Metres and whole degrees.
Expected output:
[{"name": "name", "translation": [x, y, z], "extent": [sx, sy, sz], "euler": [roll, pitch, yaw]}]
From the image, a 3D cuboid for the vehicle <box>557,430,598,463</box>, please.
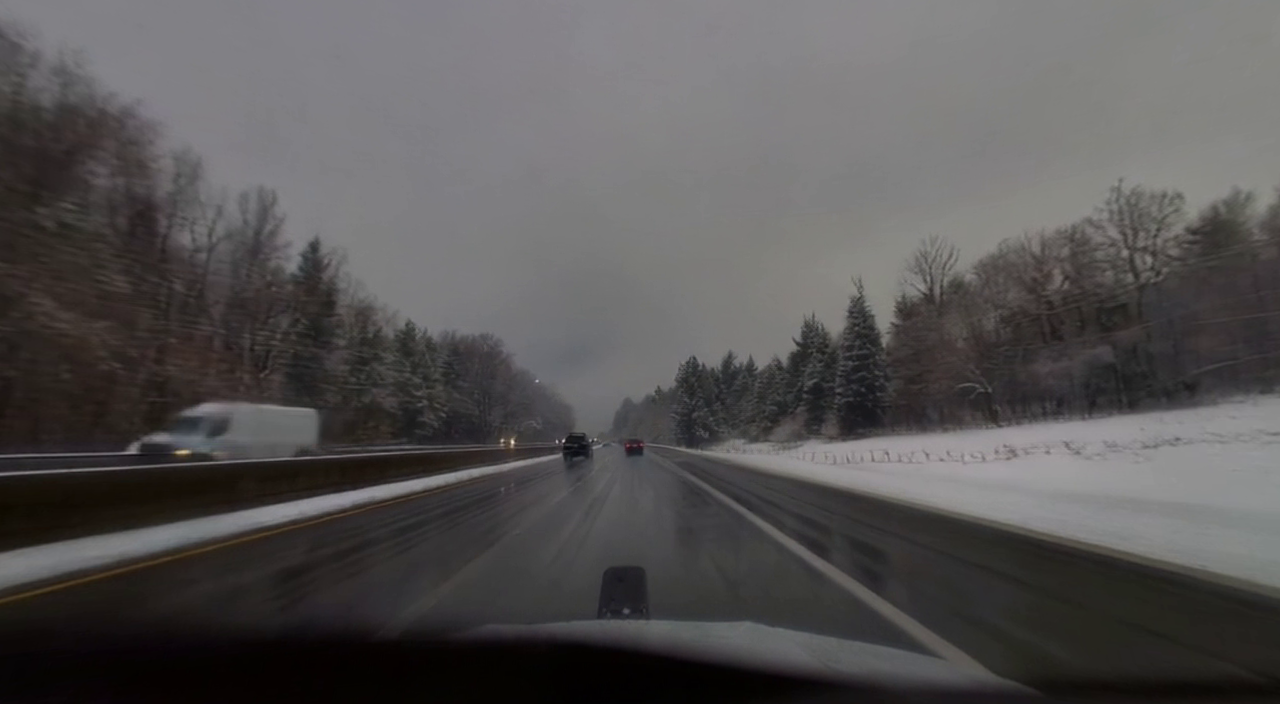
[{"name": "vehicle", "translation": [-4.146, 6.343, 42.428], "extent": [2.241, 2.034, 4.890], "euler": [0, -8, 0]}]
